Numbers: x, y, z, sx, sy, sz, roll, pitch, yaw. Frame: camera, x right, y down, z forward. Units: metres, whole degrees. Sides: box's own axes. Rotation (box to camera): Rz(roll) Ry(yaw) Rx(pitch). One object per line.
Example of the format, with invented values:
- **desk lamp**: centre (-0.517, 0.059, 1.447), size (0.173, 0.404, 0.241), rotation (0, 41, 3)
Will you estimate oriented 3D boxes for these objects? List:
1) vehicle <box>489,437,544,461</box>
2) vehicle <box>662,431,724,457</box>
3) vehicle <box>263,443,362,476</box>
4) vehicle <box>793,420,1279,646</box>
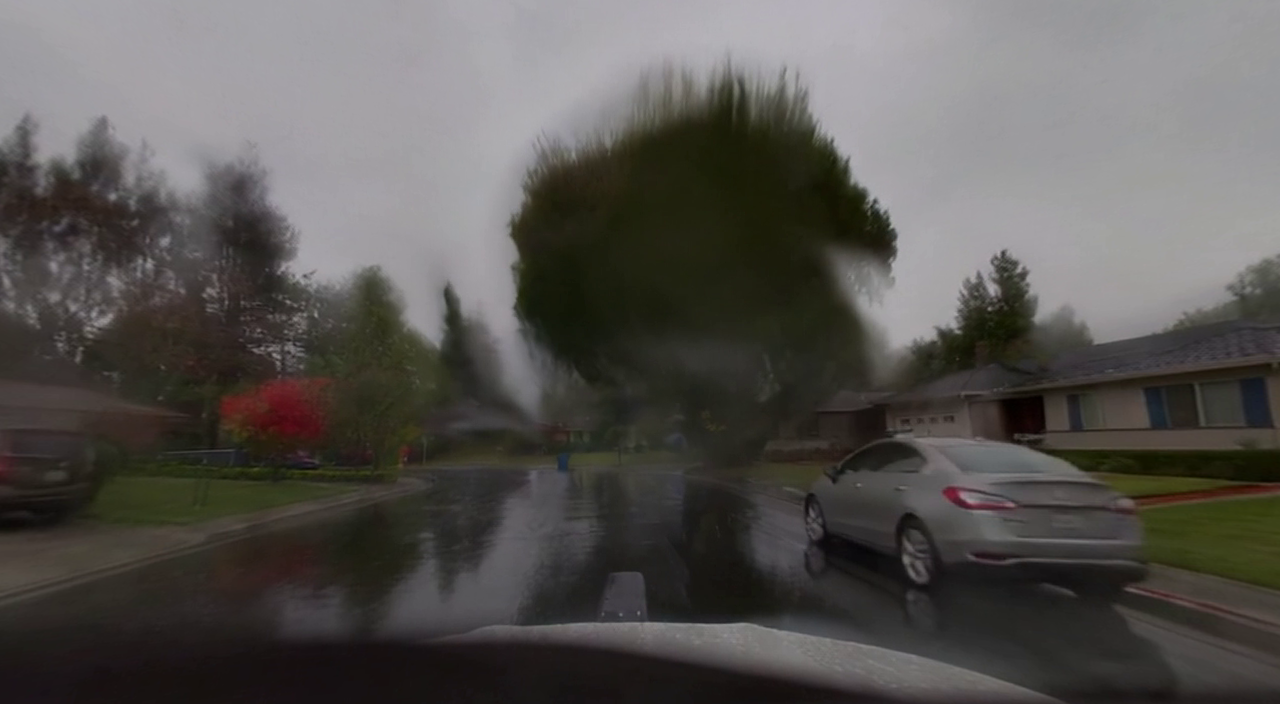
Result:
- **vehicle**: centre (-9.438, 7.458, 48.526), size (2.064, 1.758, 5.132), rotation (-3, -9, 15)
- **vehicle**: centre (4.011, 6.929, 47.277), size (2.208, 1.773, 5.065), rotation (-7, -11, 37)
- **vehicle**: centre (-17.537, 5.749, 33.767), size (4.330, 1.657, 2.037), rotation (-2, -9, 14)
- **vehicle**: centre (3.317, 1.569, 6.658), size (1.998, 1.489, 4.722), rotation (0, -9, -3)
